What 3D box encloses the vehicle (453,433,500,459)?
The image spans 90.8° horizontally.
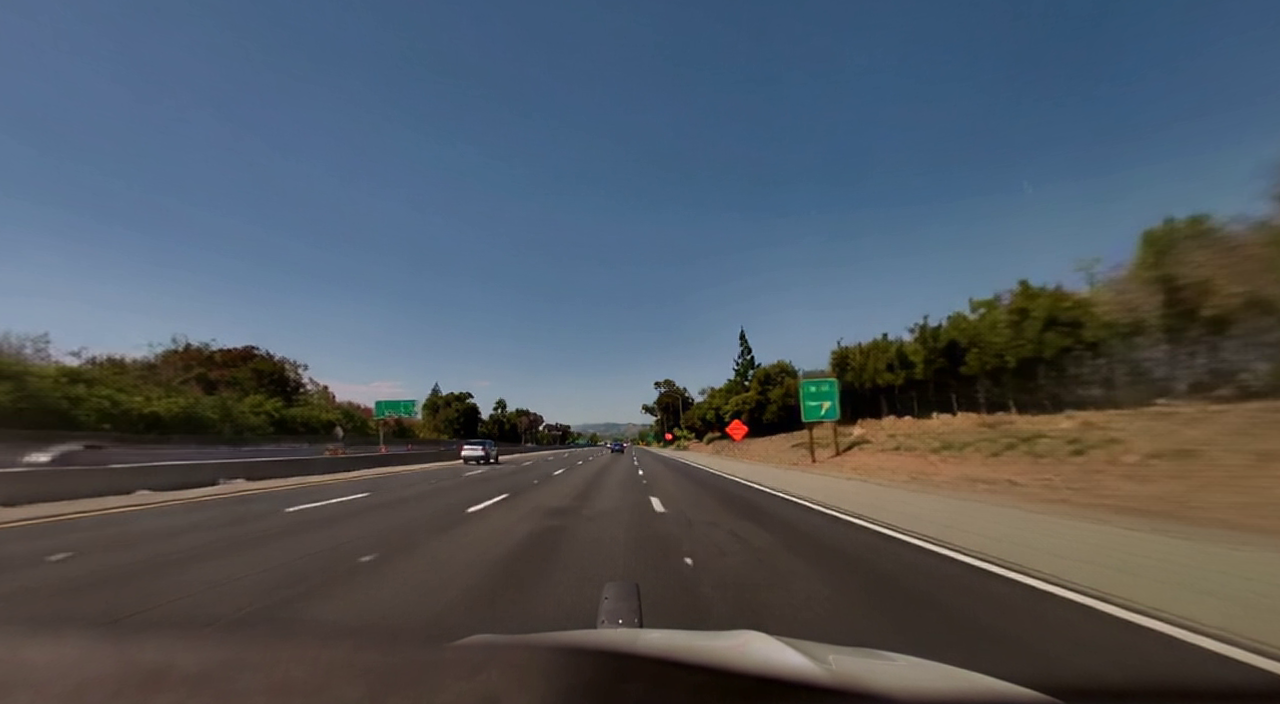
[{"bbox_3d":[-12.479,7.219,48.466,2.270,1.936,5.190,0,-8,-1],"label":"vehicle"}]

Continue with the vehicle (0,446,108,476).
[{"bbox_3d":[-30.887,5.681,33.287,1.823,1.460,4.460,0,-8,-1],"label":"vehicle"}]
